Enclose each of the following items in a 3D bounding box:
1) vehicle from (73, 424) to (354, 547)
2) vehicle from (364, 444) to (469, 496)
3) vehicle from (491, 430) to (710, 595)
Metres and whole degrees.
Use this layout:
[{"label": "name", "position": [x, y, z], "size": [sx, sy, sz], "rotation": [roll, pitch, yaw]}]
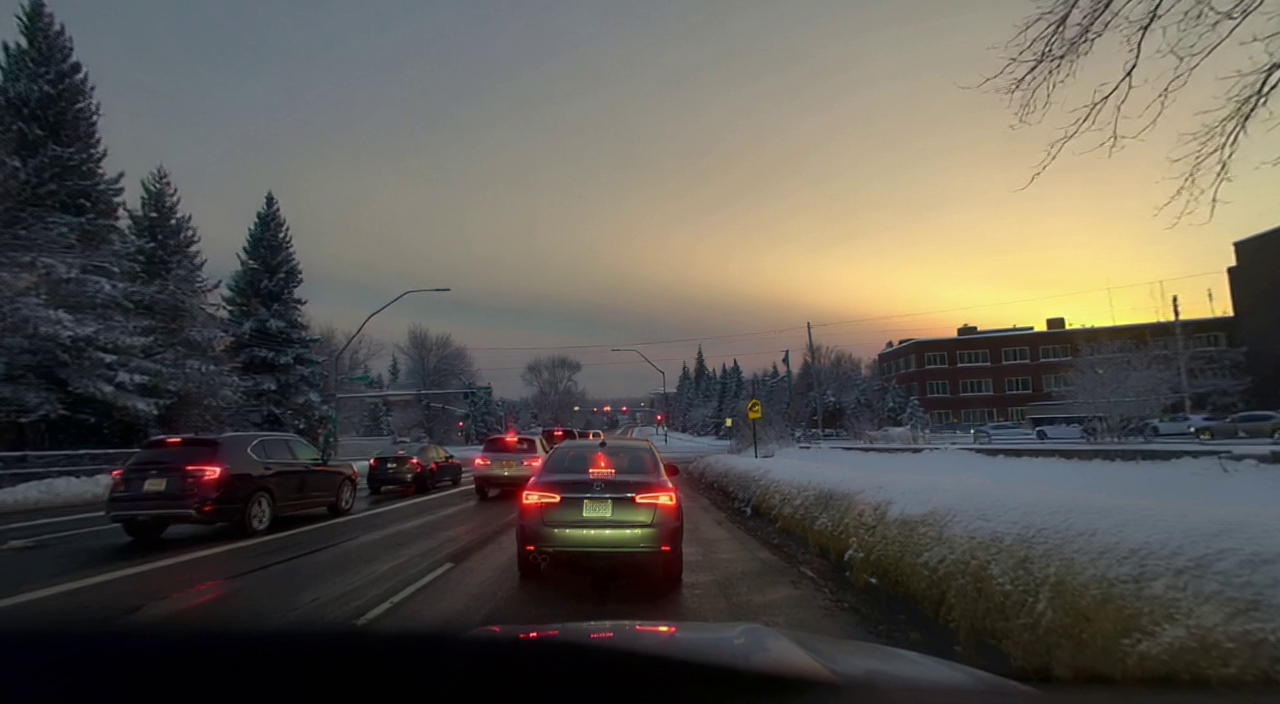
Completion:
[{"label": "vehicle", "position": [-7.290, 2.290, 11.512], "size": [2.068, 1.784, 4.224], "rotation": [0, -9, 1]}, {"label": "vehicle", "position": [-7.336, 3.885, 21.258], "size": [1.851, 1.532, 4.279], "rotation": [0, -9, 2]}, {"label": "vehicle", "position": [-0.376, 1.816, 8.015], "size": [2.066, 1.544, 3.954], "rotation": [0, -9, 0]}]
